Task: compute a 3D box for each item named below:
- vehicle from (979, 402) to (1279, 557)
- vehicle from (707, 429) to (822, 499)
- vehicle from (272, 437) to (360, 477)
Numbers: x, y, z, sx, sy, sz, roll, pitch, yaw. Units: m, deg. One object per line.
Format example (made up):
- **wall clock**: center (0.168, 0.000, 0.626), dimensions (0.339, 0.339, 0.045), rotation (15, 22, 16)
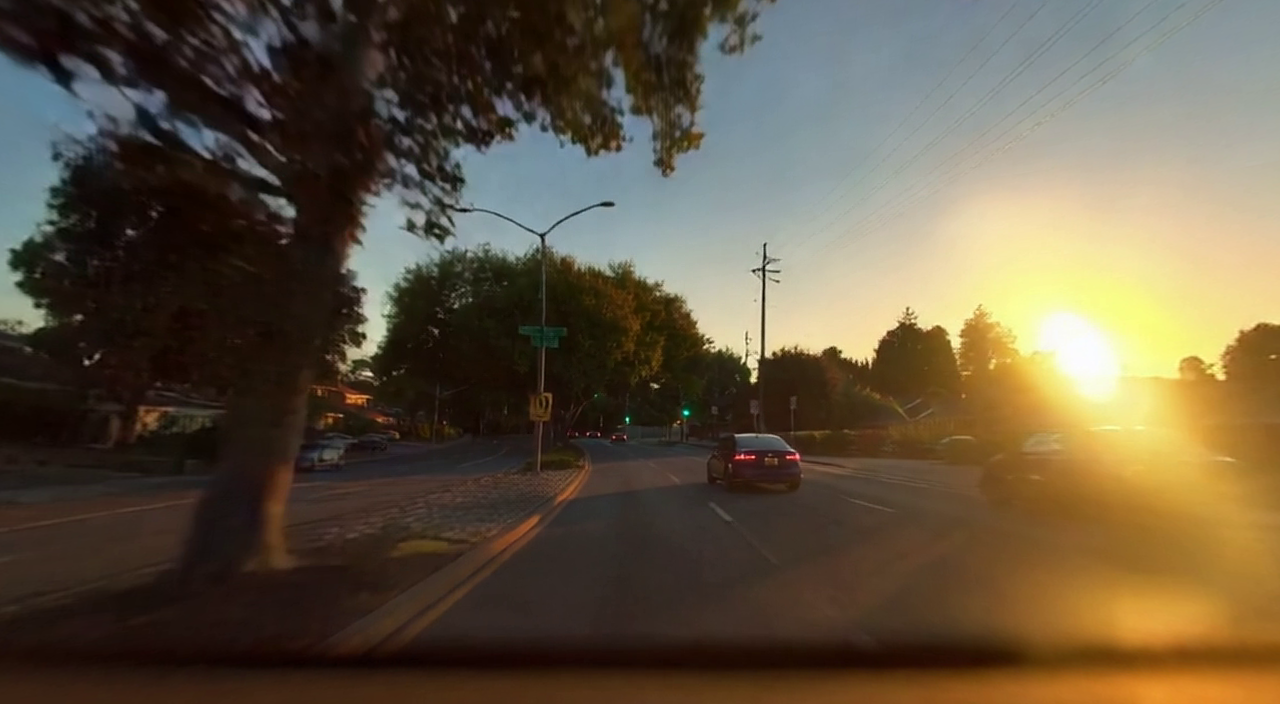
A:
- **vehicle**: center (6.866, 1.668, 8.856), dimensions (2.008, 1.614, 4.369), rotation (-1, -9, 4)
- **vehicle**: center (2.901, 2.727, 15.698), dimensions (1.960, 1.479, 4.086), rotation (0, -9, -1)
- **vehicle**: center (-14.473, 4.718, 28.462), dimensions (1.949, 1.642, 4.376), rotation (1, -9, -5)
